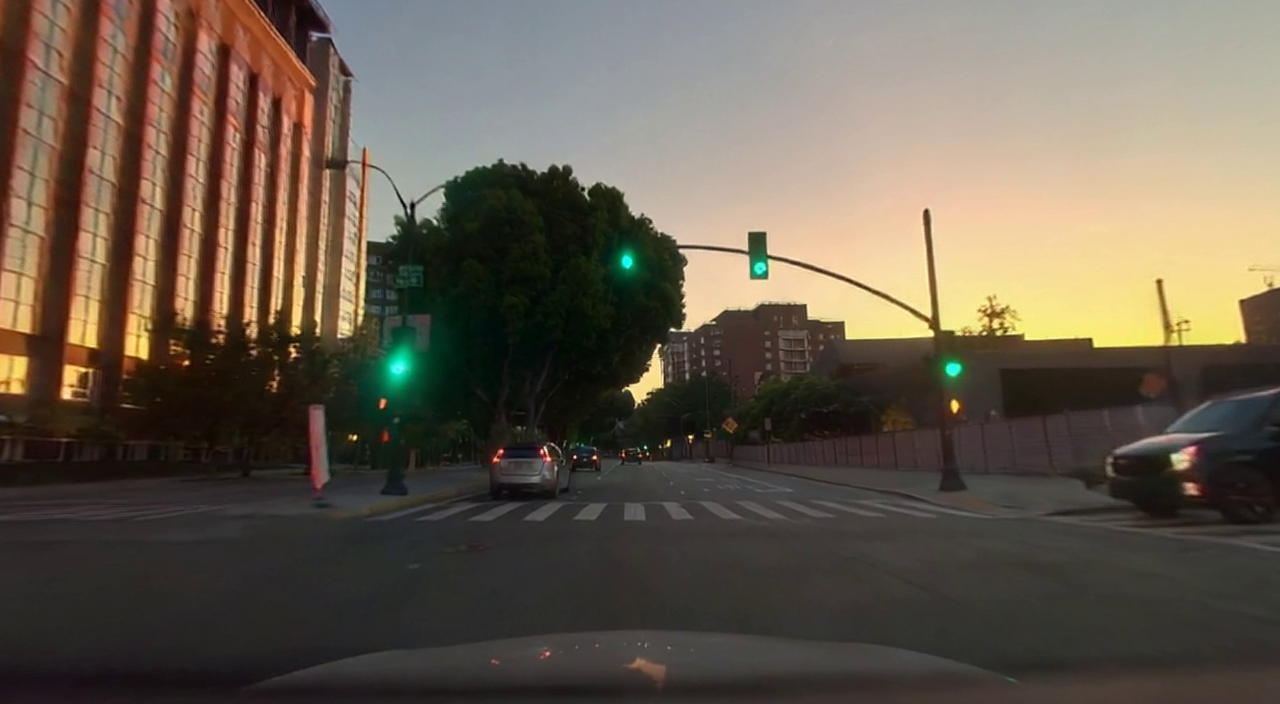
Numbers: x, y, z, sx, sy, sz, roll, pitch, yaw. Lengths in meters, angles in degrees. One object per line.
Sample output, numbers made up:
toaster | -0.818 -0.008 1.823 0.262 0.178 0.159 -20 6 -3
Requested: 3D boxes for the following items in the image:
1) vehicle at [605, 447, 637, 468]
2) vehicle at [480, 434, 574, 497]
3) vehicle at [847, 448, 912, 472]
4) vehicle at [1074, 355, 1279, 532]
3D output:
vehicle | -1.404 7.610 45.590 2.095 1.438 3.843 1 -9 -5
vehicle | -3.372 3.494 19.783 2.116 1.725 4.315 0 -9 0
vehicle | 16.807 7.592 44.393 3.757 1.383 1.817 -2 -6 -3
vehicle | 11.929 1.480 11.283 6.233 2.668 2.627 -3 -9 -3
